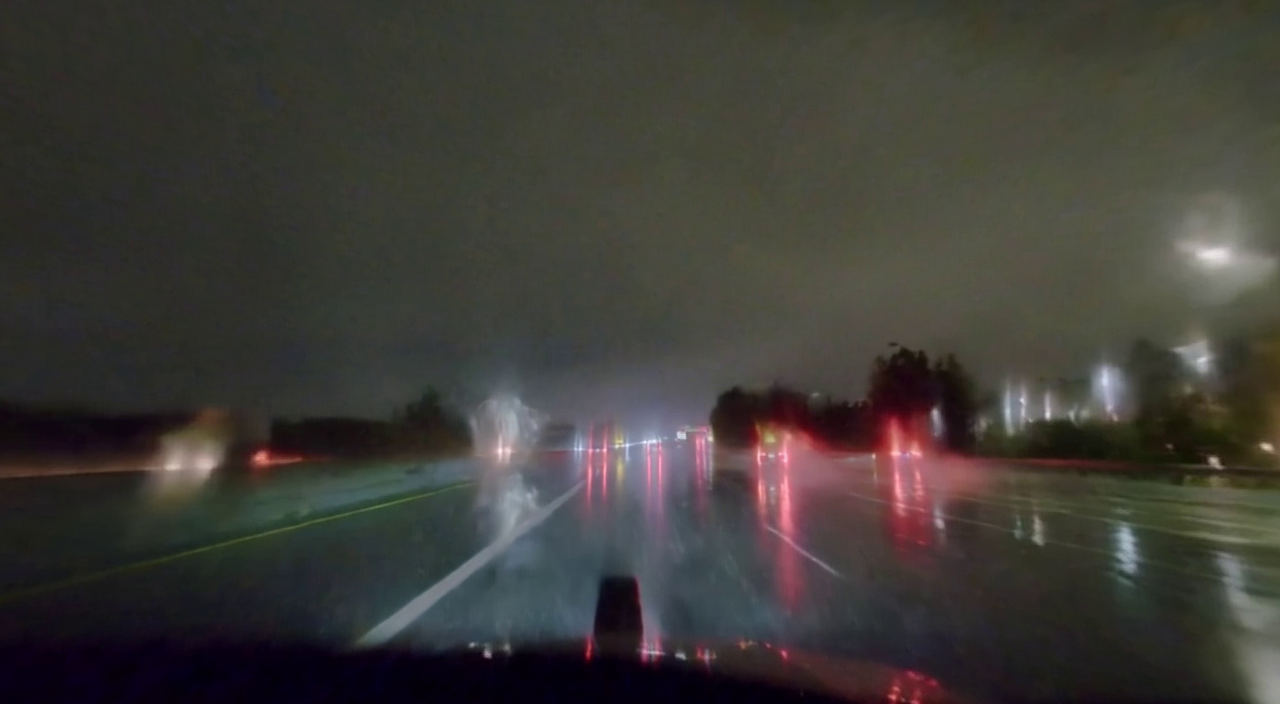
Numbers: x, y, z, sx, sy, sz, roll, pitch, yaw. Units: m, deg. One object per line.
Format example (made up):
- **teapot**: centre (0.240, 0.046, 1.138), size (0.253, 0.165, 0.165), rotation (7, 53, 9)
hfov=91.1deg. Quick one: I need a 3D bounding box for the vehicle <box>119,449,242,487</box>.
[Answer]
- **vehicle**: centre (-20.310, 5.109, 28.073), size (1.866, 1.510, 4.728), rotation (0, -9, 1)
